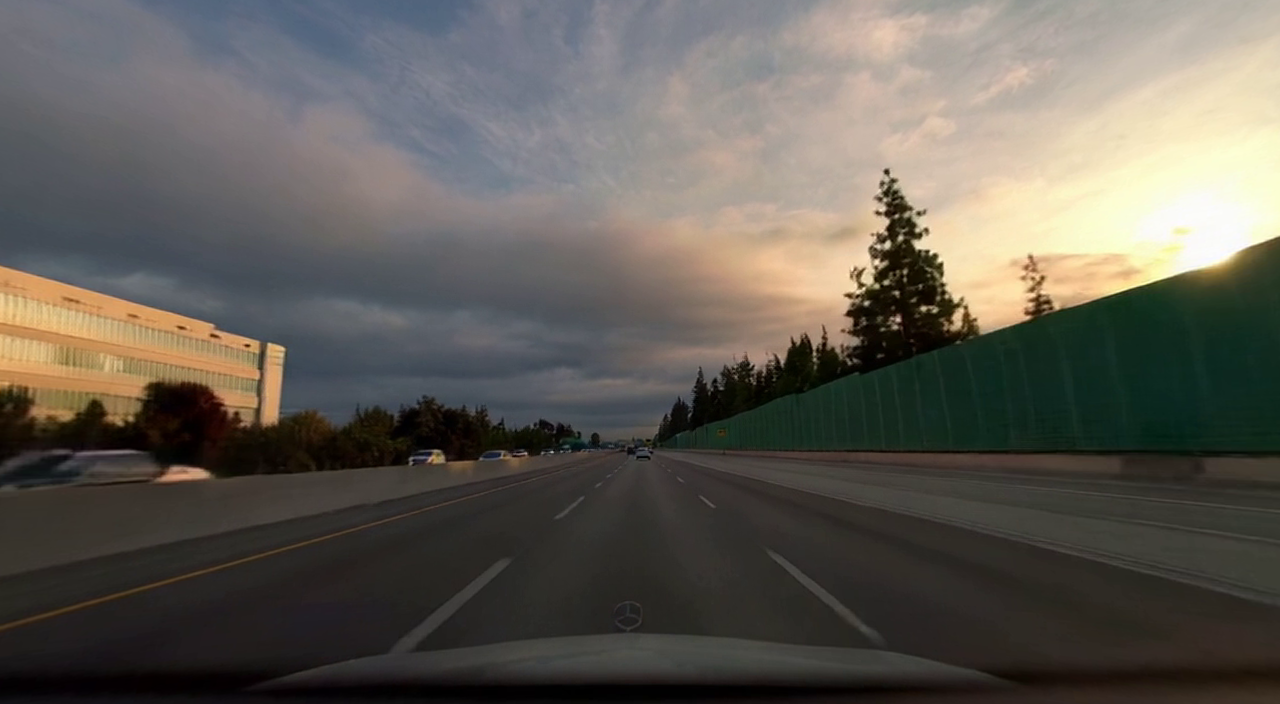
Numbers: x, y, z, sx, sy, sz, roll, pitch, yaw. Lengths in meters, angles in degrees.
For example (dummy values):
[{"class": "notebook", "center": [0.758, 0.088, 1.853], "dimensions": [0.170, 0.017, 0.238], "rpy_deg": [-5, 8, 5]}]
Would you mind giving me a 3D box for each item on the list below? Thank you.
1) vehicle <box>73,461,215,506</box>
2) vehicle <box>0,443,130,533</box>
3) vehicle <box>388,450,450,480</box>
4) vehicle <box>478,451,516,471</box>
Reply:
[{"class": "vehicle", "center": [-20.032, 5.284, 25.774], "dimensions": [1.855, 1.575, 4.800], "rpy_deg": [0, -9, 0]}, {"class": "vehicle", "center": [-11.439, 2.261, 10.522], "dimensions": [1.974, 1.445, 4.605], "rpy_deg": [0, -9, 0]}, {"class": "vehicle", "center": [-11.937, 6.137, 34.382], "dimensions": [1.863, 1.492, 4.026], "rpy_deg": [0, -9, 1]}, {"class": "vehicle", "center": [-11.039, 8.386, 48.751], "dimensions": [1.902, 1.426, 4.345], "rpy_deg": [0, -9, 0]}]
